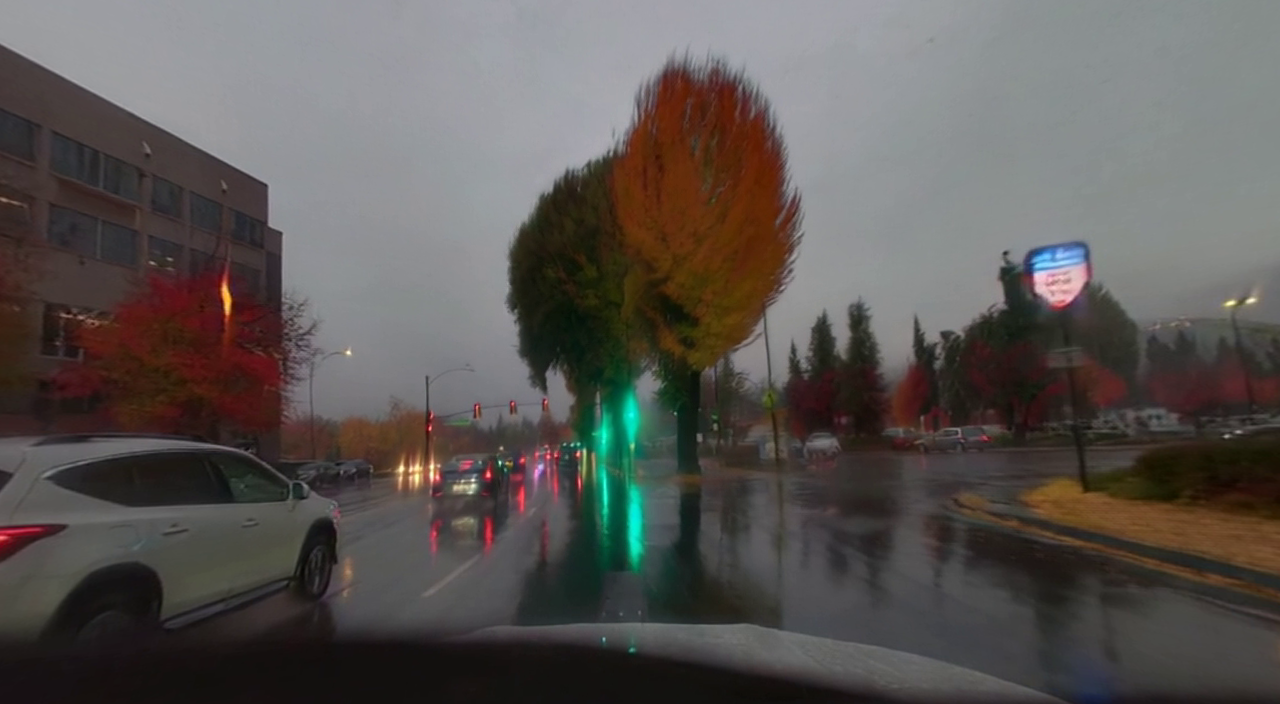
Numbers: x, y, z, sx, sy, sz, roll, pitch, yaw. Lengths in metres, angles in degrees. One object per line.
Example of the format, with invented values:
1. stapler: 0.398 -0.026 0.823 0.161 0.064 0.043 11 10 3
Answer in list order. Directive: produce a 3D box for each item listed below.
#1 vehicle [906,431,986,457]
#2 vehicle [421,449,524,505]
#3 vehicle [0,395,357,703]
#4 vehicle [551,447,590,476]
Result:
1. vehicle: 22.309 6.763 46.083 2.017 1.746 4.727 7 -11 -37
2. vehicle: -5.061 3.839 19.908 2.090 1.506 5.326 1 -9 -3
3. vehicle: -4.137 1.273 4.535 2.085 1.663 4.513 1 -9 0
4. vehicle: -4.373 6.789 39.219 2.144 1.704 4.028 2 -9 -10
